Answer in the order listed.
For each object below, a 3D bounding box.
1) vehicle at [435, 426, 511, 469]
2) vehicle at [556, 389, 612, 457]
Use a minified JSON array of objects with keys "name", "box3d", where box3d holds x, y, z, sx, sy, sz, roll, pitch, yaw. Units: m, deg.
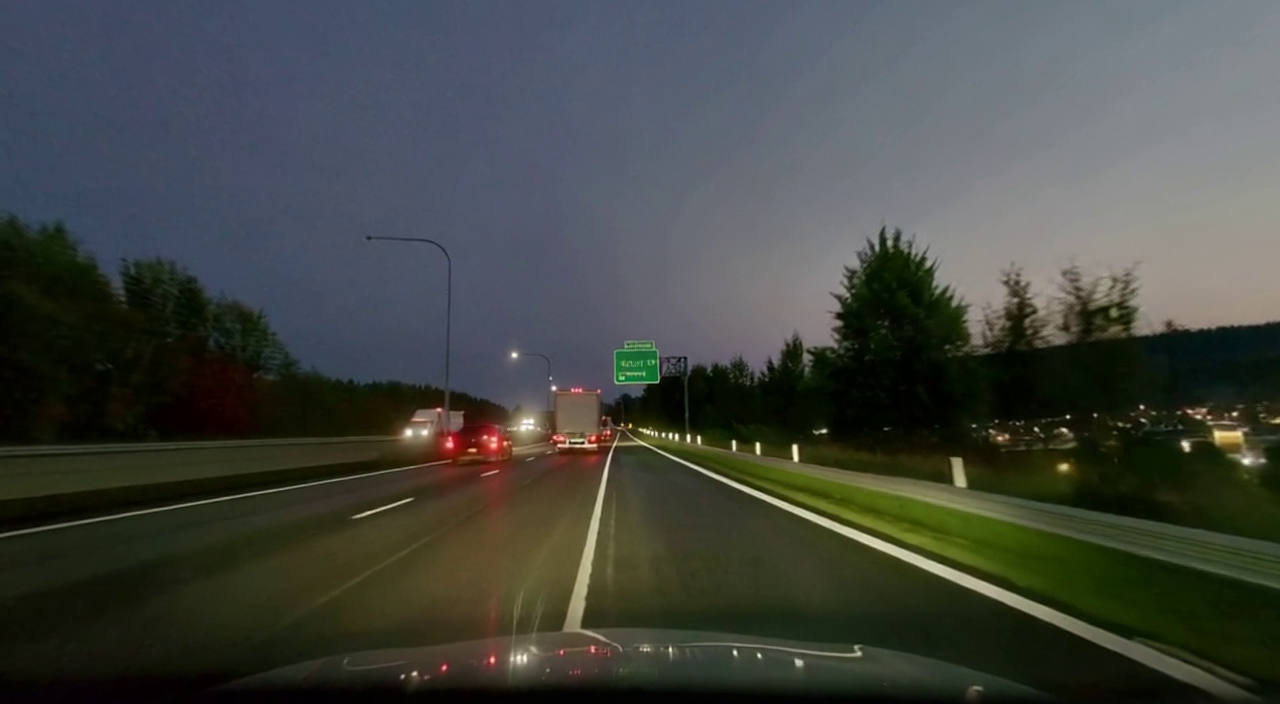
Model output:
[{"name":"vehicle","box3d":[-6.826,3.932,26.193,2.068,1.647,4.321,0,-8,-2]},{"name":"vehicle","box3d":[-3.272,4.481,39.059,2.855,3.741,8.587,0,-7,-2]}]
